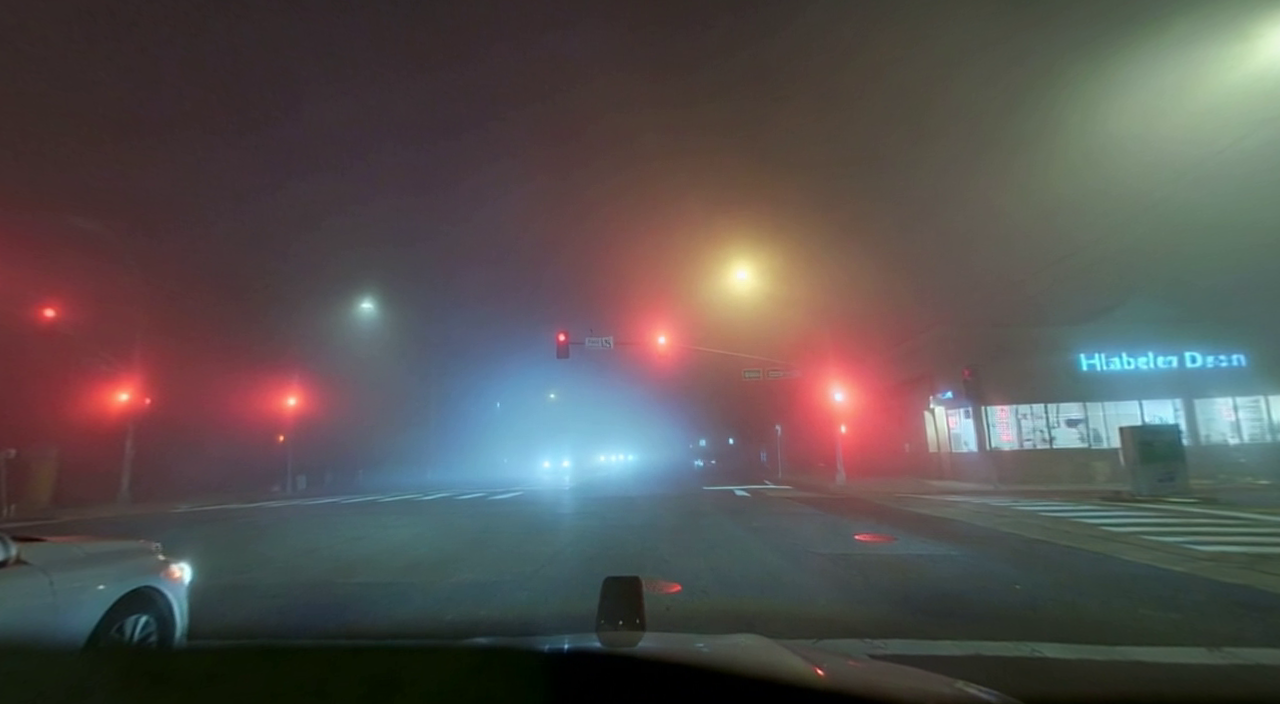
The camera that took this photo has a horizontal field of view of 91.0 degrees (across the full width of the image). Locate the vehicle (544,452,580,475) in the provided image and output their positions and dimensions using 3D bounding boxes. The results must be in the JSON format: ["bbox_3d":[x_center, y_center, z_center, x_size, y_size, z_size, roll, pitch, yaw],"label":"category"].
[{"bbox_3d":[-5.936,8.516,48.361,1.967,1.633,4.325,0,-9,3],"label":"vehicle"}]

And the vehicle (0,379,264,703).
[{"bbox_3d":[-3.496,0.853,1.972,1.947,1.627,4.248,0,-9,1],"label":"vehicle"}]
